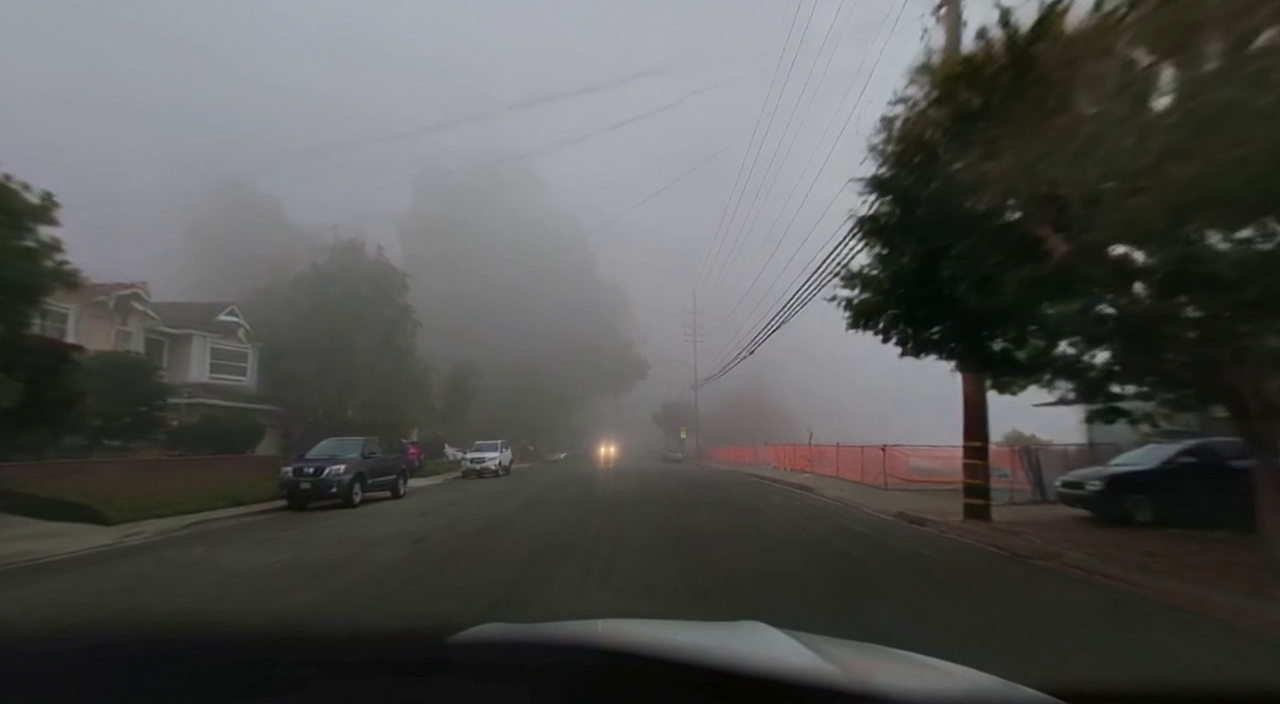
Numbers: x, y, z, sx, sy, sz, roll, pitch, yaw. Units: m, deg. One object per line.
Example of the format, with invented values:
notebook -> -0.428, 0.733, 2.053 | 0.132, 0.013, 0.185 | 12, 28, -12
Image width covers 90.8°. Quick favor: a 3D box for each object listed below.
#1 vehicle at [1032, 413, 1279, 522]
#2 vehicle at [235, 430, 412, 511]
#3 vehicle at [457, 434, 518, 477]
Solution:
vehicle -> 9.916, 1.930, 10.810 | 4.954, 1.670, 2.052 | 0, -9, 2
vehicle -> -7.703, 2.912, 16.044 | 2.019, 1.723, 4.650 | 0, -9, 1
vehicle -> -6.836, 4.707, 28.706 | 1.932, 1.743, 4.079 | -2, -9, -2
